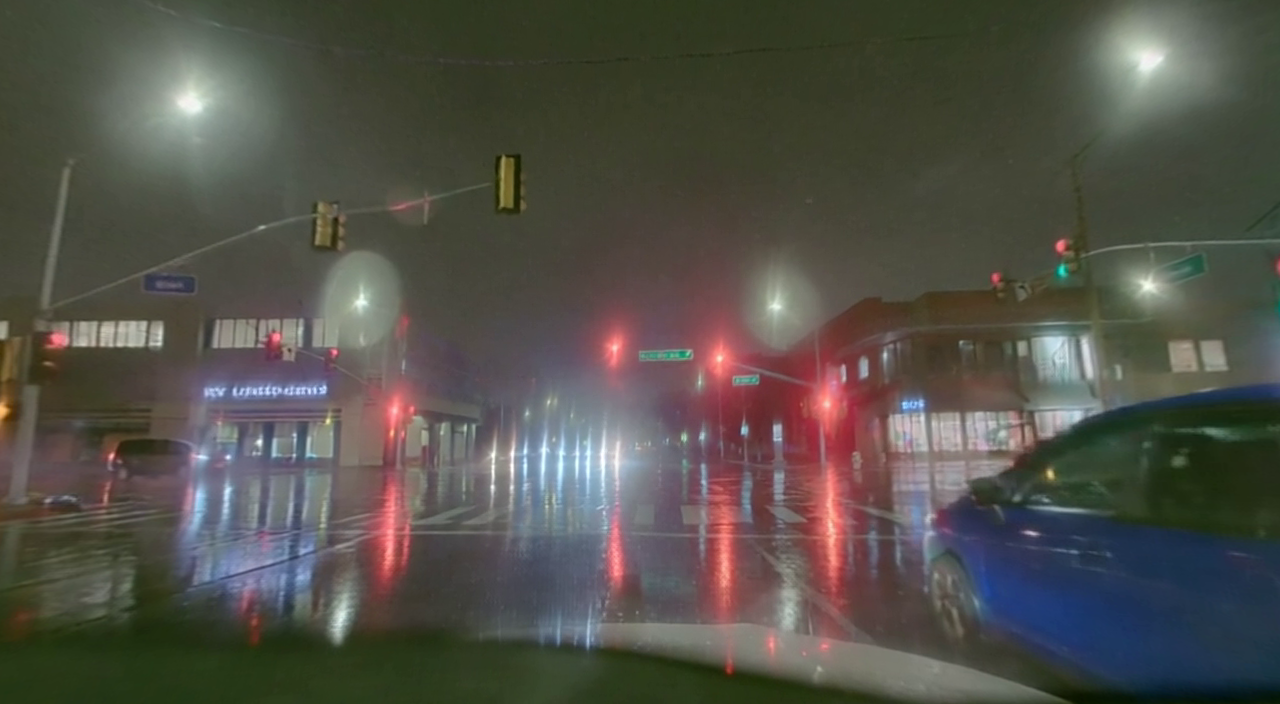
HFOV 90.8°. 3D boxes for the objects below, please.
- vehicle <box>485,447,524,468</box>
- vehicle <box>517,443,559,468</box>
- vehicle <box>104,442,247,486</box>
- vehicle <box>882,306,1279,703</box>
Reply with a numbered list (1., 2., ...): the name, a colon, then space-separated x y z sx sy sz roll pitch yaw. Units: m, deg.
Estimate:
1. vehicle: -10.398 8.112 48.803 2.106 1.505 4.228 0 -8 -1
2. vehicle: -7.280 7.428 45.460 2.181 1.703 4.512 0 -8 1
3. vehicle: -21.488 5.159 29.312 5.161 1.910 2.275 -2 -9 10
4. vehicle: 2.928 0.822 2.596 2.049 1.691 4.447 0 -8 0
